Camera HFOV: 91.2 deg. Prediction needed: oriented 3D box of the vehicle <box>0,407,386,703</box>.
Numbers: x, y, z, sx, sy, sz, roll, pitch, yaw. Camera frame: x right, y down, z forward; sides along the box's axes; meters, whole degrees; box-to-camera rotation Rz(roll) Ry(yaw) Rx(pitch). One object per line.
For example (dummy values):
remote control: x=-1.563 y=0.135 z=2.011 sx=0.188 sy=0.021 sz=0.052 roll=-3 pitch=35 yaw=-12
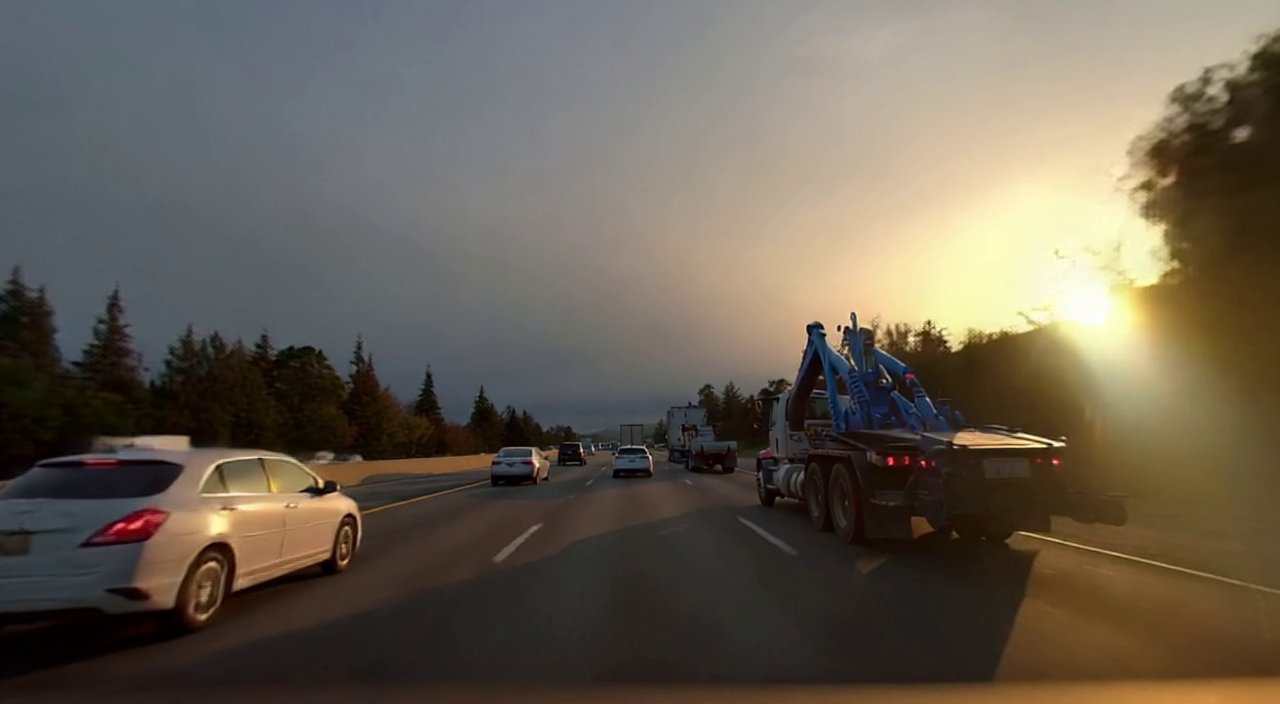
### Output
vehicle: x=-4.123 y=1.387 z=5.345 sx=1.880 sy=1.507 sz=4.757 roll=0 pitch=-9 yaw=0

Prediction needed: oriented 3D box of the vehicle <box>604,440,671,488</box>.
vehicle: x=-0.131 y=3.941 z=22.319 sx=2.150 sy=1.498 sz=3.988 roll=0 pitch=-9 yaw=-2

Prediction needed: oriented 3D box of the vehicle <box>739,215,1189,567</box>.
vehicle: x=3.891 y=0.970 z=10.614 sx=2.975 sy=3.618 sz=8.456 roll=0 pitch=-9 yaw=0

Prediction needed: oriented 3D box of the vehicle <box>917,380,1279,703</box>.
vehicle: x=4.044 y=1.021 z=3.198 sx=2.599 sy=1.631 sz=5.693 roll=0 pitch=-9 yaw=-1

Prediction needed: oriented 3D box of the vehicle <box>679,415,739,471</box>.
vehicle: x=3.784 y=5.224 z=35.775 sx=2.416 sy=2.829 sz=7.016 roll=0 pitch=-9 yaw=-1

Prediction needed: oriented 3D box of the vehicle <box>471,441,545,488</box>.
vehicle: x=-4.655 y=4.023 z=22.688 sx=1.858 sy=1.527 sz=3.974 roll=0 pitch=-9 yaw=0

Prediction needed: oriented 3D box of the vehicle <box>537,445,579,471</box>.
vehicle: x=-4.875 y=6.362 z=37.748 sx=1.924 sy=1.481 sz=4.264 roll=0 pitch=-9 yaw=0
